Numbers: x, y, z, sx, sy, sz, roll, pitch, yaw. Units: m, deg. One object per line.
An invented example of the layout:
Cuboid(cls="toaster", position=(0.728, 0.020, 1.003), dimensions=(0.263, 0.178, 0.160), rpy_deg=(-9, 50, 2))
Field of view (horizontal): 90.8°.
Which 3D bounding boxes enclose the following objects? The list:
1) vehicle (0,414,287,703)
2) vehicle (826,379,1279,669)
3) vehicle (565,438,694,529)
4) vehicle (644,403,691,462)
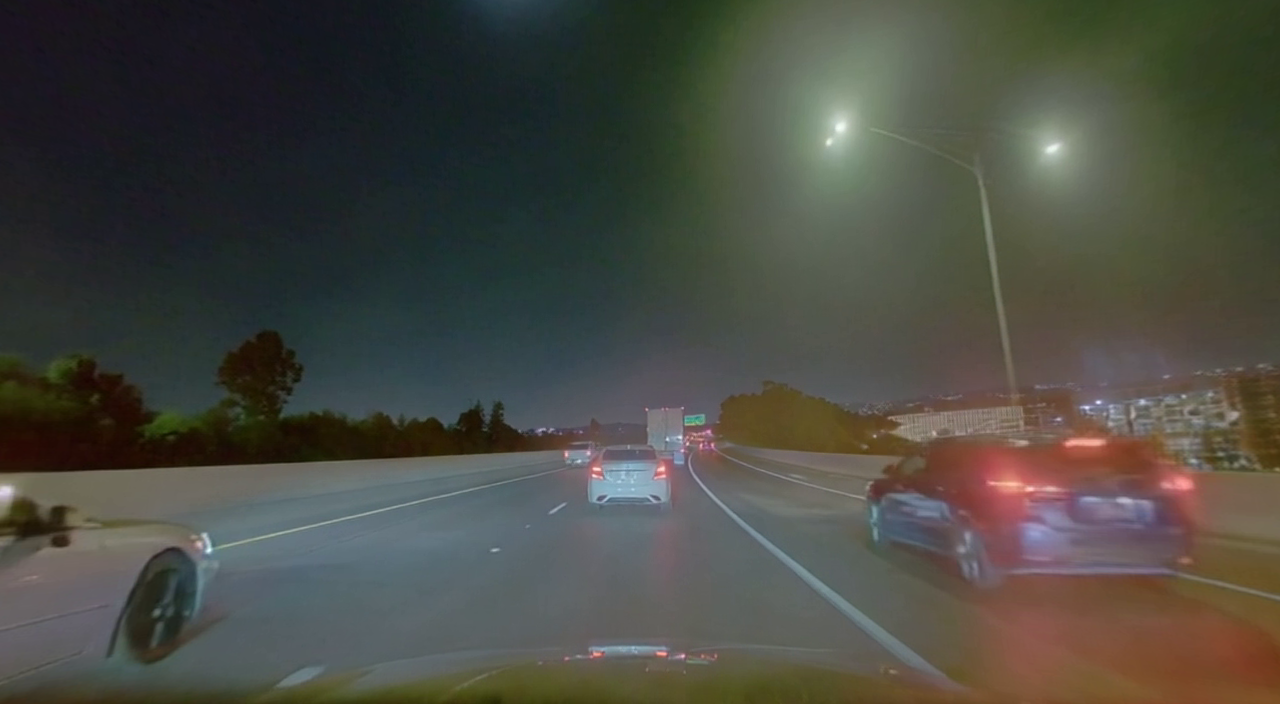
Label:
Cuboid(cls="vehicle", position=(-3.786, 0.942, 2.203), dimensions=(2.130, 1.474, 5.027), rpy_deg=(-1, -9, 1))
Cuboid(cls="vehicle", position=(3.576, 1.341, 6.043), dimensions=(2.166, 1.666, 4.618), rpy_deg=(0, -9, 0))
Cuboid(cls="vehicle", position=(-0.135, 2.493, 12.524), dimensions=(2.136, 1.470, 3.971), rpy_deg=(-1, -9, 1))
Cuboid(cls="vehicle", position=(2.344, 6.395, 49.206), dimensions=(2.990, 4.072, 10.706), rpy_deg=(-1, -9, 6))
